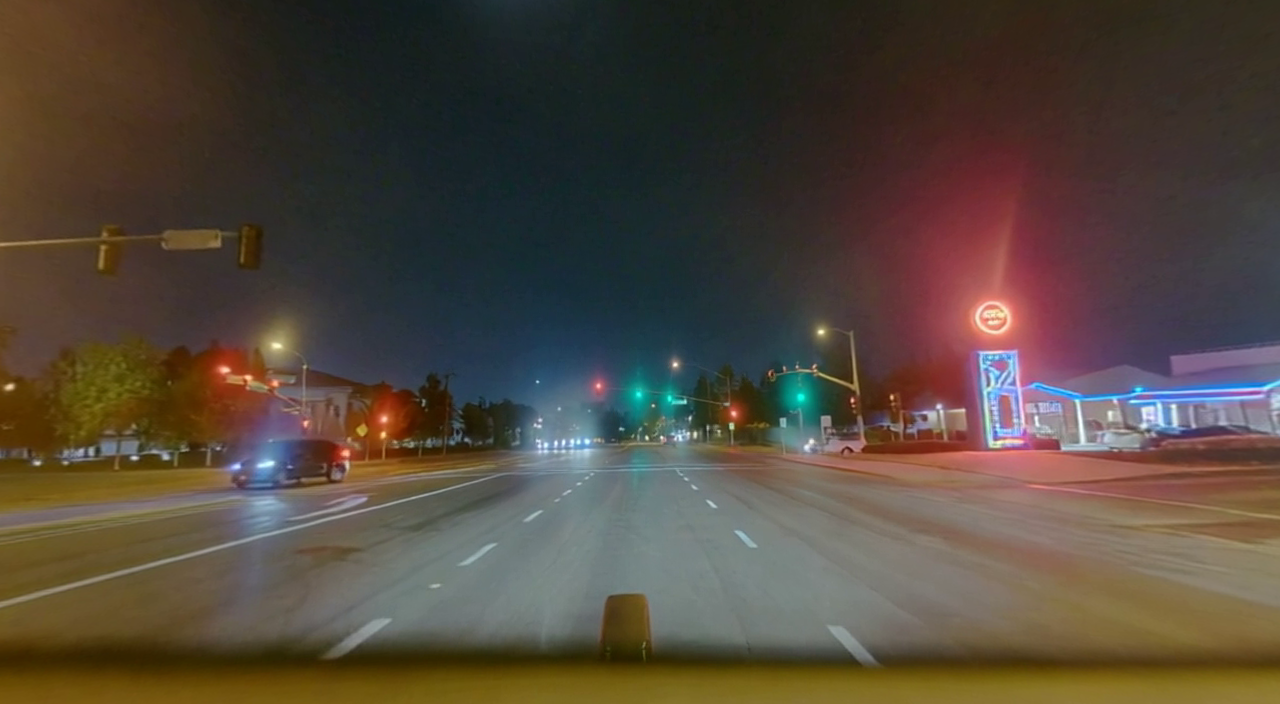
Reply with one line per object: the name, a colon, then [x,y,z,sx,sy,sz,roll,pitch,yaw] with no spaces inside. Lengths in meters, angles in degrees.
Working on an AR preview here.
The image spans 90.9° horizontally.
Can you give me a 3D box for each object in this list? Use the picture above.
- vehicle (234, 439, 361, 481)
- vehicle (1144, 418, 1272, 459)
vehicle: [-16.657,5.238,30.885,2.162,1.863,4.938,-8,-12,43]
vehicle: [22.305,3.414,24.736,4.694,1.481,1.884,4,-9,-25]
